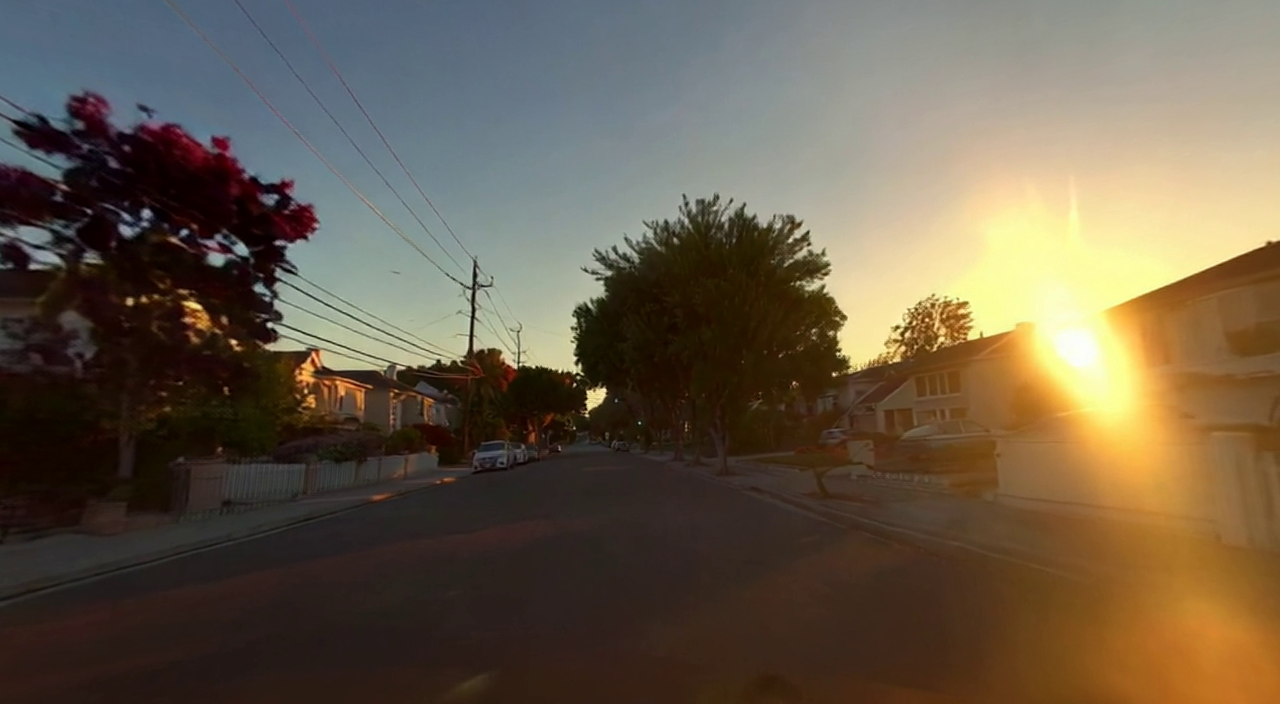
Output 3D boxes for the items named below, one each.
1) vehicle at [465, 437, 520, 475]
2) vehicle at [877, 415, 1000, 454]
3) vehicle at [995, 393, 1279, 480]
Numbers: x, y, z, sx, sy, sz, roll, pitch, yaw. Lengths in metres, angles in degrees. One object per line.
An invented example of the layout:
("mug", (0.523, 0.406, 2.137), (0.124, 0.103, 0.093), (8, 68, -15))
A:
("vehicle", (-8.452, 5.996, 36.593), (2.240, 1.940, 5.429), (-2, -9, -4))
("vehicle", (14.044, 3.937, 29.928), (4.842, 1.728, 1.875), (1, -9, -2))
("vehicle", (10.287, 1.843, 13.356), (4.293, 1.657, 1.961), (-1, -12, 5))
